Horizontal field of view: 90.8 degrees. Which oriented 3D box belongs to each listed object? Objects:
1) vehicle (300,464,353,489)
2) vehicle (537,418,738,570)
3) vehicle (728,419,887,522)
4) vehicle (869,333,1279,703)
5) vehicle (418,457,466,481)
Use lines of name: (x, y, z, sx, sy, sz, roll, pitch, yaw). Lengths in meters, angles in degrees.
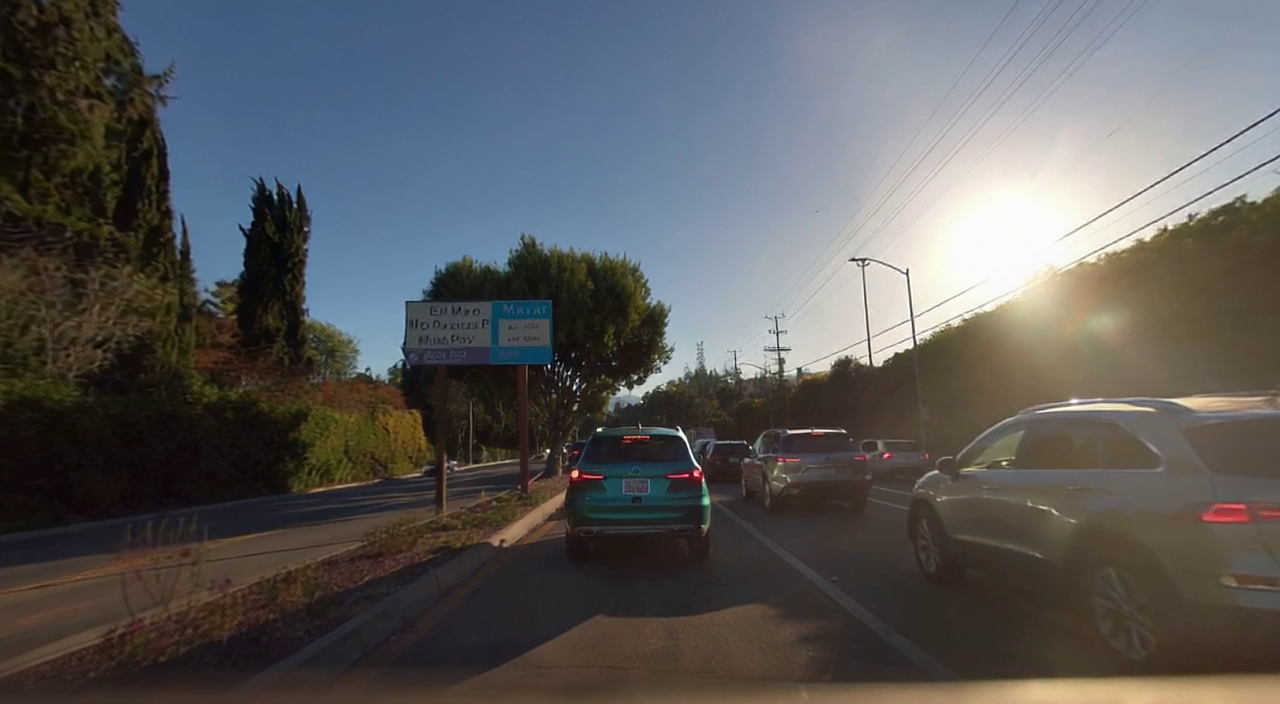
vehicle: (-22.835, 9.067, 46.144, 1.847, 1.554, 3.926, 0, -8, -1)
vehicle: (-0.058, 1.869, 9.101, 2.199, 1.641, 4.232, 0, -8, -1)
vehicle: (3.318, 2.453, 13.621, 2.097, 1.818, 4.625, 0, -8, -1)
vehicle: (3.520, 1.073, 4.697, 2.001, 1.707, 4.250, 0, -8, 0)
vehicle: (-13.803, 8.186, 44.387, 1.960, 1.491, 4.700, 0, -8, -1)
